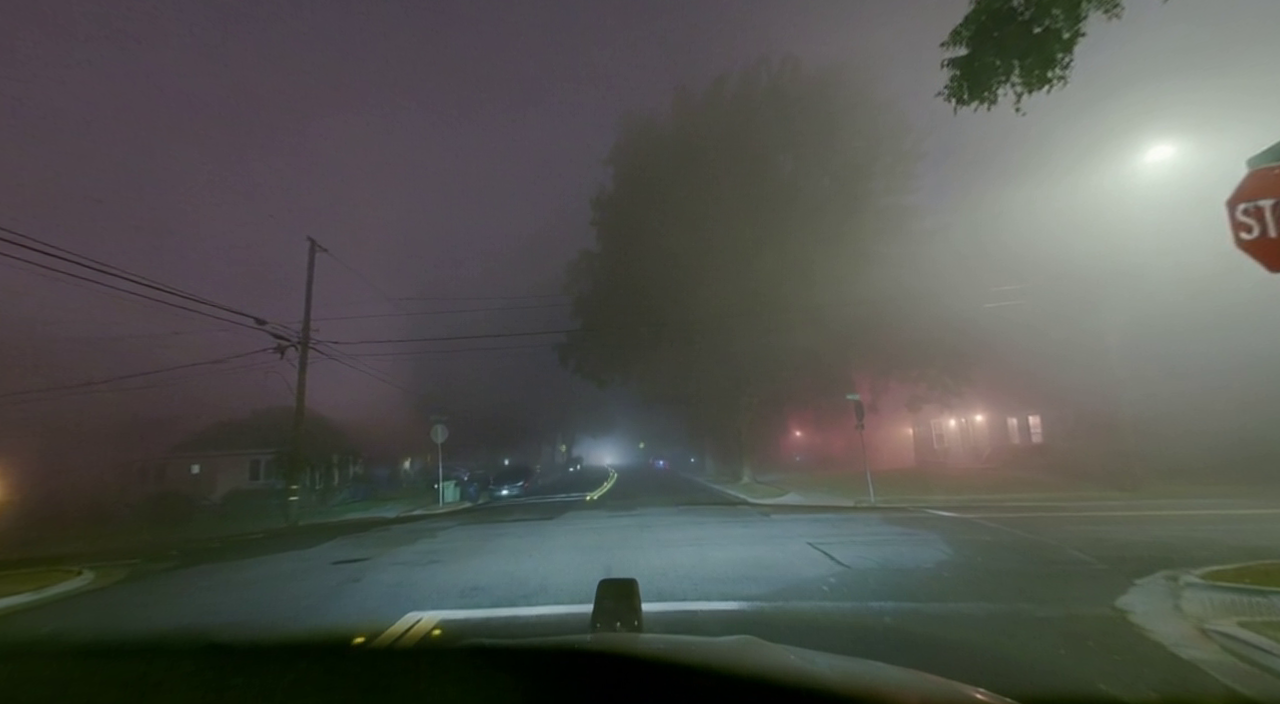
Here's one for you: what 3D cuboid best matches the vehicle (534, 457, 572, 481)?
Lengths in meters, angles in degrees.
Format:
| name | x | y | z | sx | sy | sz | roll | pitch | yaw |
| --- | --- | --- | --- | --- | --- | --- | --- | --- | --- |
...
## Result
| name | x | y | z | sx | sy | sz | roll | pitch | yaw |
| --- | --- | --- | --- | --- | --- | --- | --- | --- | --- |
| vehicle | -6.536 | 8.870 | 48.038 | 2.133 | 1.525 | 4.401 | -4 | -9 | 1 |

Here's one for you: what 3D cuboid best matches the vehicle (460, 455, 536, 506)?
| name | x | y | z | sx | sy | sz | roll | pitch | yaw |
| --- | --- | --- | --- | --- | --- | --- | --- | --- | --- |
| vehicle | -6.207 | 5.649 | 28.144 | 2.149 | 1.823 | 4.613 | -6 | -9 | 1 |

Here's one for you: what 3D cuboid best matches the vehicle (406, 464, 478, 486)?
| name | x | y | z | sx | sy | sz | roll | pitch | yaw |
| --- | --- | --- | --- | --- | --- | --- | --- | --- | --- |
| vehicle | -14.183 | 8.825 | 45.308 | 4.601 | 1.486 | 1.876 | -2 | -9 | 12 |

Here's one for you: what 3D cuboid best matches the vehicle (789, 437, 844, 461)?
| name | x | y | z | sx | sy | sz | roll | pitch | yaw |
| --- | --- | --- | --- | --- | --- | --- | --- | --- | --- |
| vehicle | 12.404 | 6.854 | 44.597 | 3.563 | 1.551 | 1.916 | -2 | -9 | 12 |
